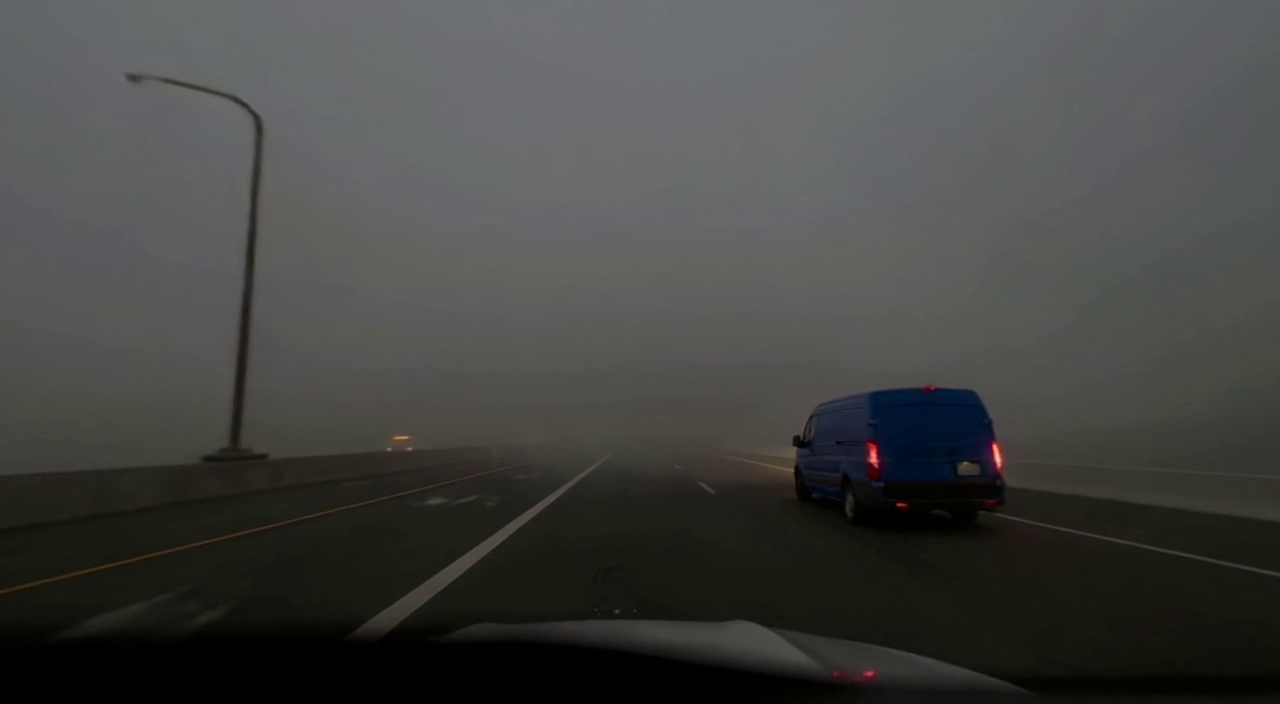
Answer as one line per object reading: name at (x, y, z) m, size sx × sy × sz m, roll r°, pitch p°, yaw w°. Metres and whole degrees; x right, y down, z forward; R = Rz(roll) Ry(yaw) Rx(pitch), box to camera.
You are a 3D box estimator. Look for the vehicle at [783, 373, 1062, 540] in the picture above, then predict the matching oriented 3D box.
vehicle at (3.960, 1.581, 10.009) m, size 2.161 × 2.002 × 4.631 m, roll 0°, pitch -8°, yaw -1°
